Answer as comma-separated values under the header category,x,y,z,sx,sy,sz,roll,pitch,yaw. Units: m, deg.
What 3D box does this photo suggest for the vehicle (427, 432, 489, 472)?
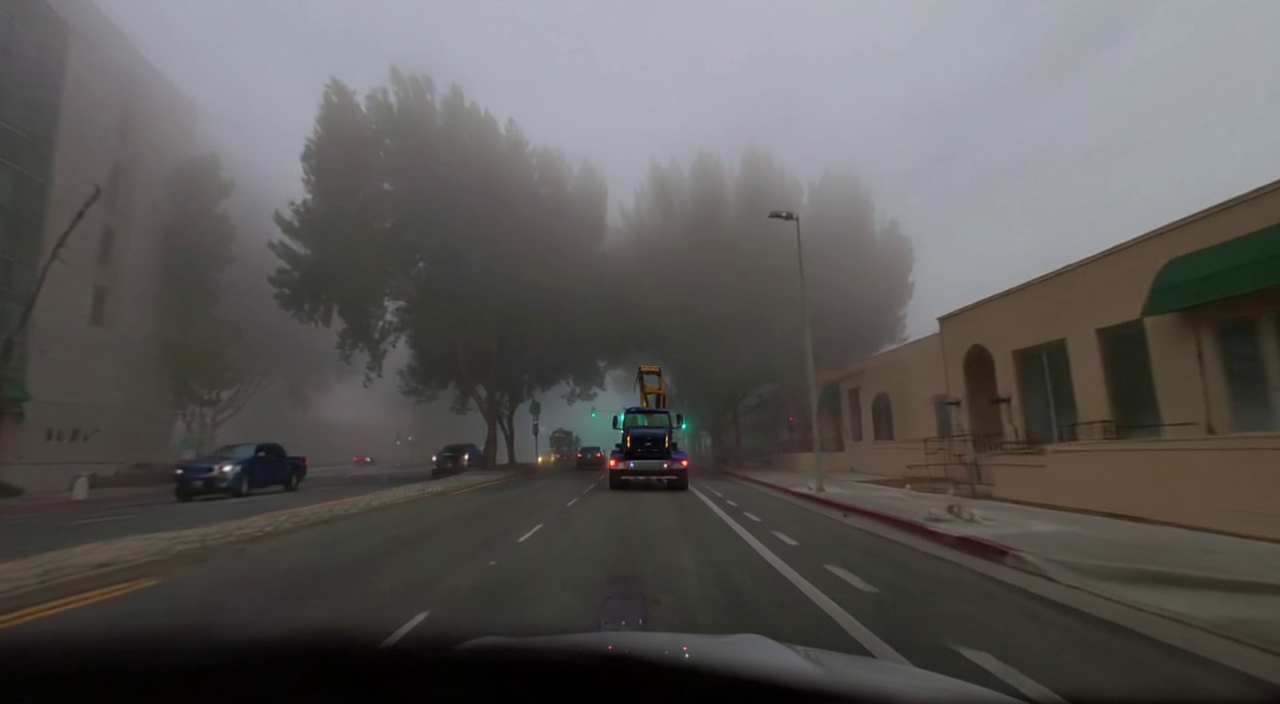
category,x,y,z,sx,sy,sz,roll,pitch,yaw
vehicle,-12.081,6.712,42.415,2.404,2.444,5.799,0,-9,0

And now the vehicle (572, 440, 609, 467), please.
category,x,y,z,sx,sy,sz,roll,pitch,yaw
vehicle,-3.210,6.751,41.910,2.081,1.688,4.235,0,-9,0

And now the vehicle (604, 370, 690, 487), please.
category,x,y,z,sx,sy,sz,roll,pitch,yaw
vehicle,0.203,3.116,24.367,2.552,3.461,11.044,-1,-9,0

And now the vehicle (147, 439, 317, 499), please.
category,x,y,z,sx,sy,sz,roll,pitch,yaw
vehicle,-15.083,4.332,23.956,2.225,1.946,6.187,0,-9,1
